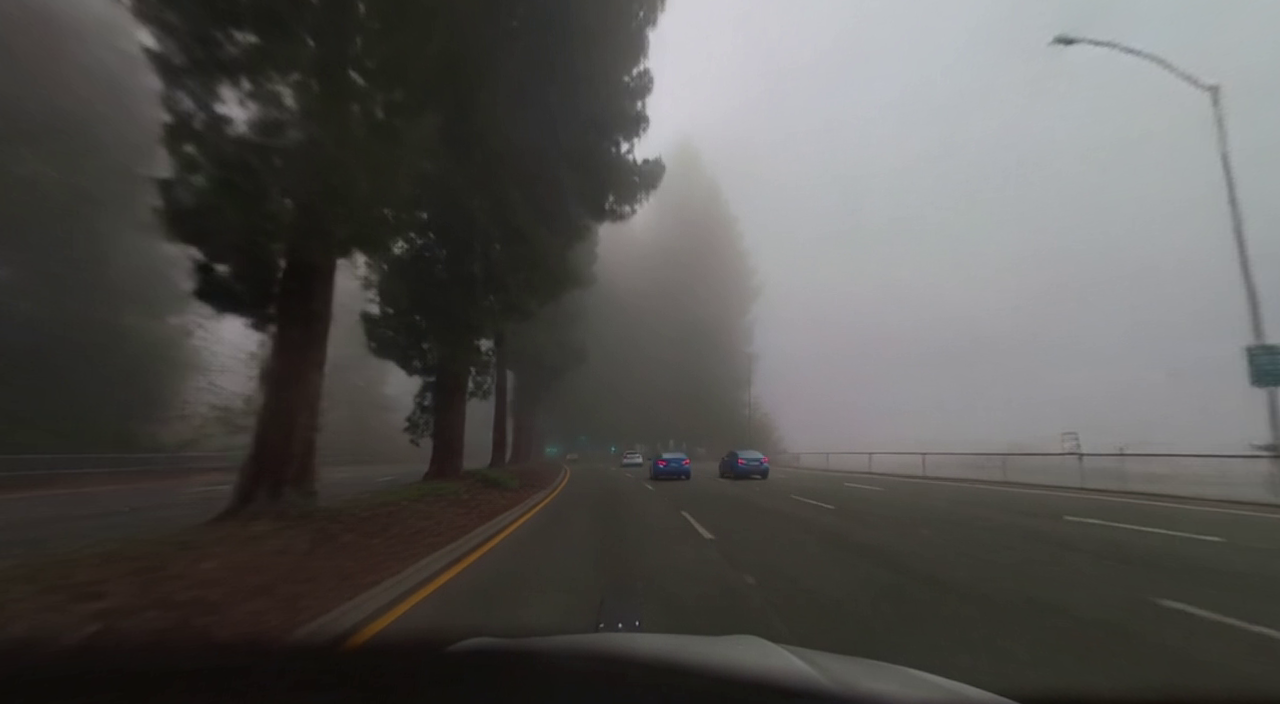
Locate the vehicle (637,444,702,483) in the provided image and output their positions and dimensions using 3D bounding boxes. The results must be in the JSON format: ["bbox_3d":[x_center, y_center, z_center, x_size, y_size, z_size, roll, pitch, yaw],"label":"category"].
[{"bbox_3d":[1.133,4.590,26.090,2.077,1.464,4.134,1,-9,-6],"label":"vehicle"}]

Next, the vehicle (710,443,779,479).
[{"bbox_3d":[4.619,4.905,28.492,1.901,1.474,4.363,1,-9,-6],"label":"vehicle"}]
